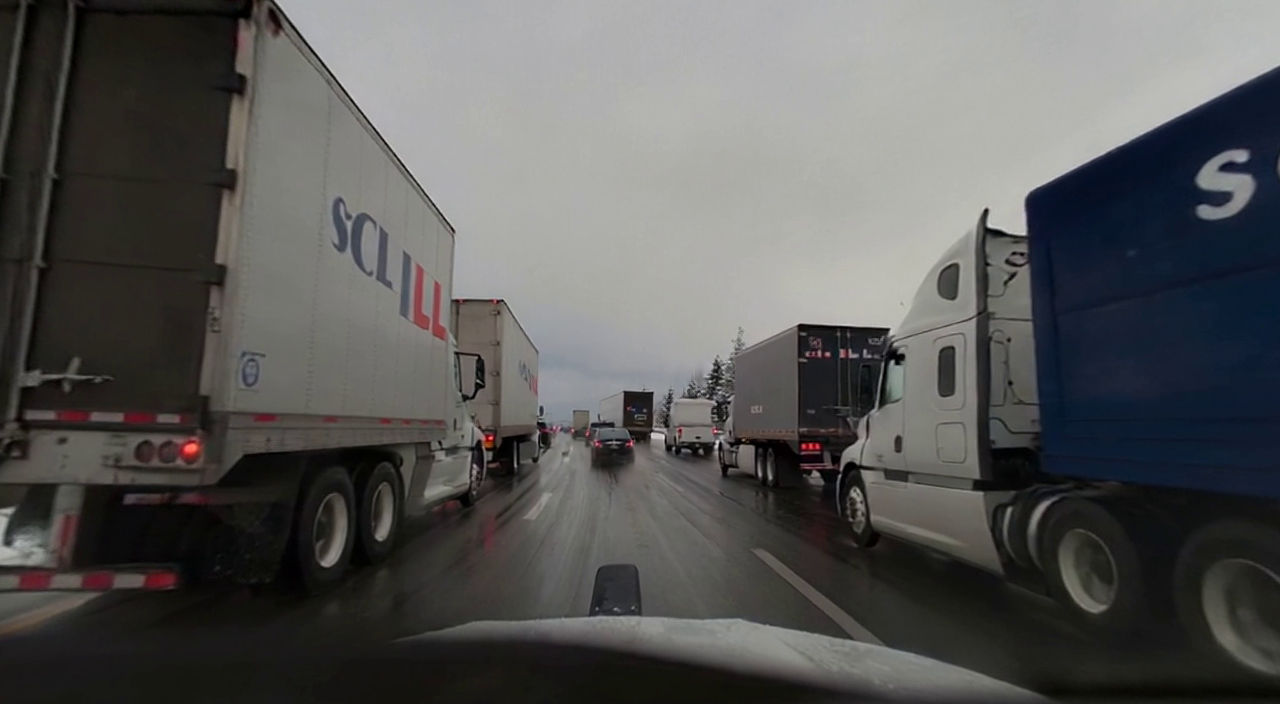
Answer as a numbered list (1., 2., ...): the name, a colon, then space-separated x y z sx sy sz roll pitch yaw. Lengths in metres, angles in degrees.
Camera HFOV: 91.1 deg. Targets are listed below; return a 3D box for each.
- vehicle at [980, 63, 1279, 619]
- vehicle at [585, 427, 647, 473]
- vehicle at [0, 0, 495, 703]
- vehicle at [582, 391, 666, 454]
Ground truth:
1. vehicle: 7.836 -0.593 1.027 2.820 4.084 13.786 3 -8 -23
2. vehicle: -1.005 3.638 23.712 2.060 1.540 4.374 1 -8 -6
3. vehicle: -3.897 0.358 7.150 2.822 3.788 8.799 0 -8 -3
4. vehicle: -1.633 5.527 47.974 2.899 4.112 13.912 2 -8 -16
